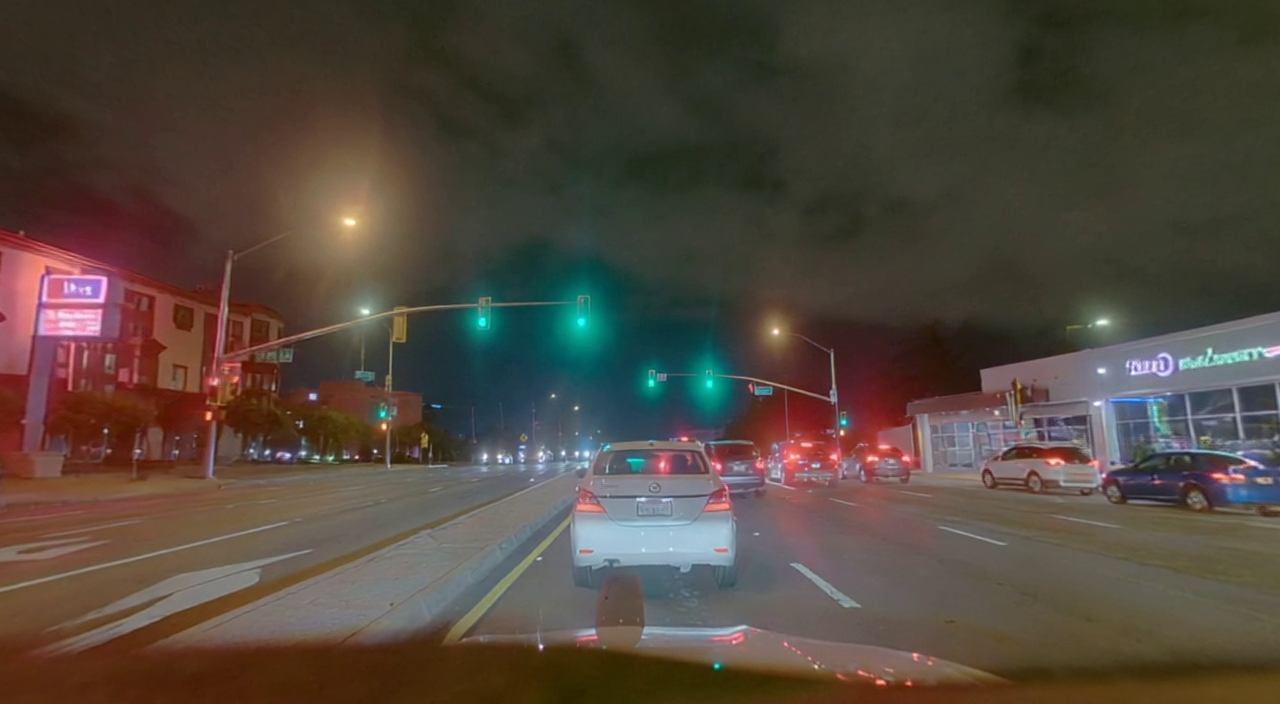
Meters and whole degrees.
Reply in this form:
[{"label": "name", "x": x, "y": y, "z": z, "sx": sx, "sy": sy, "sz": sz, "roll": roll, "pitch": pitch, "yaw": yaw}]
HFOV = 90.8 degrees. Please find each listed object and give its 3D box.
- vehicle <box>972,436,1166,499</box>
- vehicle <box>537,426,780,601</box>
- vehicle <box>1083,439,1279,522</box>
[{"label": "vehicle", "x": 14.065, "y": 3.815, "z": 21.368, "sx": 2.309, "sy": 1.819, "sz": 5.793, "roll": 1, "pitch": -9, "yaw": -3}, {"label": "vehicle", "x": 0.131, "y": 1.706, "z": 7.580, "sx": 2.067, "sy": 1.471, "sz": 4.241, "roll": 0, "pitch": -9, "yaw": -1}, {"label": "vehicle", "x": 14.174, "y": 3.107, "z": 15.953, "sx": 2.235, "sy": 1.721, "sz": 5.230, "roll": 0, "pitch": -9, "yaw": 1}]
